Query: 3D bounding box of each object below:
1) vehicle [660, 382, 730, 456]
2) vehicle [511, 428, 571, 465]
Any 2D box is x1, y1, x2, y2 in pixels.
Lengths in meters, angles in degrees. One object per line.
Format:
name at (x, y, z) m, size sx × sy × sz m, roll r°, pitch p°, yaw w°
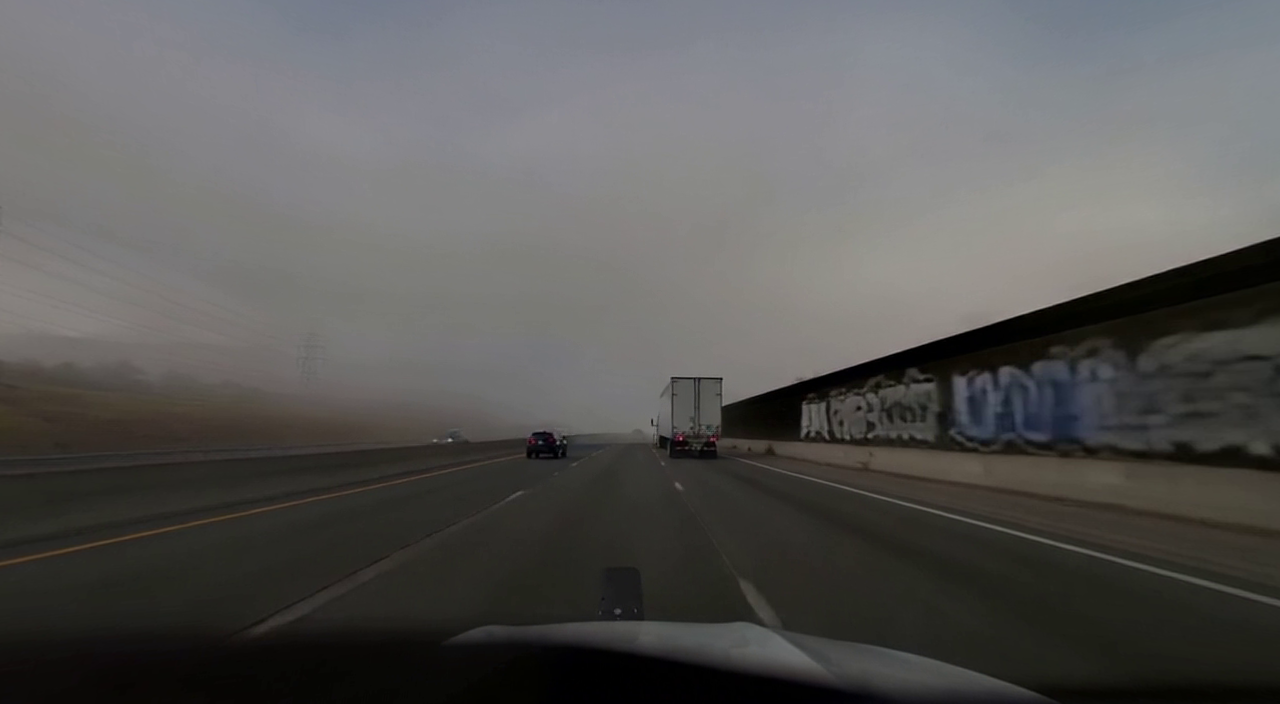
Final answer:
vehicle at (2.993, 4.201, 38.127) m, size 3.060 × 3.842 × 11.095 m, roll 0°, pitch -8°, yaw -1°
vehicle at (-4.281, 4.160, 27.909) m, size 1.965 × 1.486 × 4.448 m, roll 0°, pitch -8°, yaw 0°
